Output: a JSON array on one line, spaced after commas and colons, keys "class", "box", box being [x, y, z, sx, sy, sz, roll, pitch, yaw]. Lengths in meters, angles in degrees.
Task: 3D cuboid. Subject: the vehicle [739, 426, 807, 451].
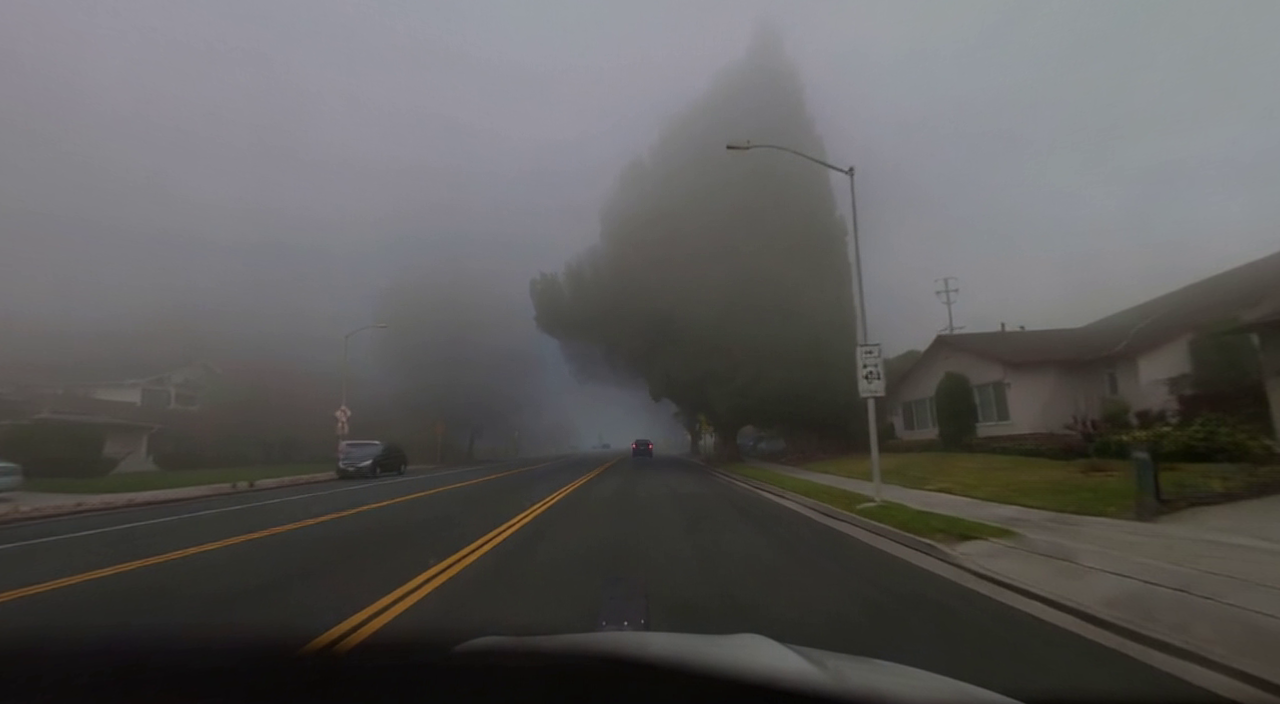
[{"class": "vehicle", "box": [10.279, 6.741, 49.086, 4.746, 1.485, 1.916, -5, -8, -1]}]

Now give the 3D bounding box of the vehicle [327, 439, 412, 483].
[{"class": "vehicle", "box": [-14.265, 5.714, 33.627, 2.337, 1.850, 5.448, -4, -6, -3]}]
